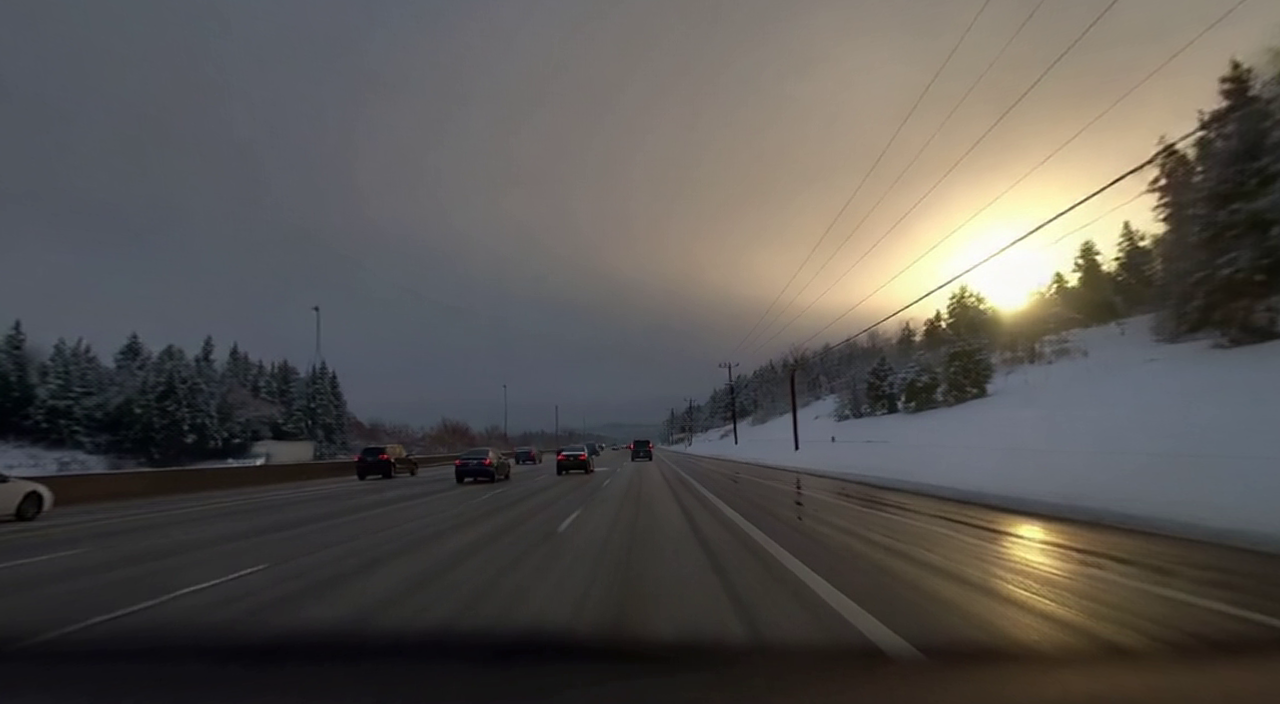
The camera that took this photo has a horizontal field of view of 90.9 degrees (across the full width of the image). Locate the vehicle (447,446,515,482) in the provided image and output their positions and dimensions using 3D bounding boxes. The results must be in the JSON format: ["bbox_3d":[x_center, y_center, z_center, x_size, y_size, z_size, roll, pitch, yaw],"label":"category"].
[{"bbox_3d":[-7.082,5.023,28.502,1.899,1.472,4.202,0,-9,1],"label":"vehicle"}]

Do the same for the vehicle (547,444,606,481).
[{"bbox_3d":[-2.639,4.738,27.258,2.064,1.446,4.409,0,-9,1],"label":"vehicle"}]

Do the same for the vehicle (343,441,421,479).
[{"bbox_3d":[-14.269,5.999,35.276,2.172,1.946,5.017,0,-9,1],"label":"vehicle"}]
